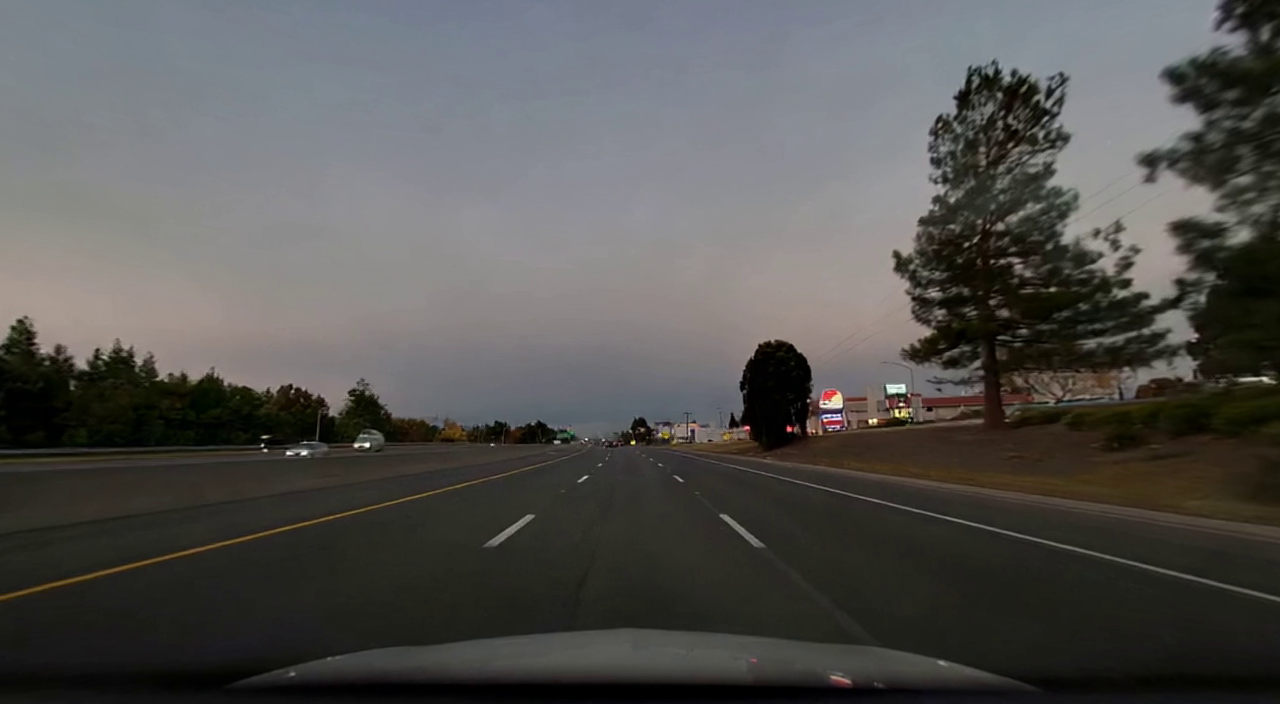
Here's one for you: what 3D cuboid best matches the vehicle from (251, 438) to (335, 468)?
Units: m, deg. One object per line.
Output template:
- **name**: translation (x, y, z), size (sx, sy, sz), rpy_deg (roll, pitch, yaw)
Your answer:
- **vehicle**: translation (-18.843, 5.514, 34.472), size (1.912, 1.521, 4.726), rpy_deg (0, -9, 0)
